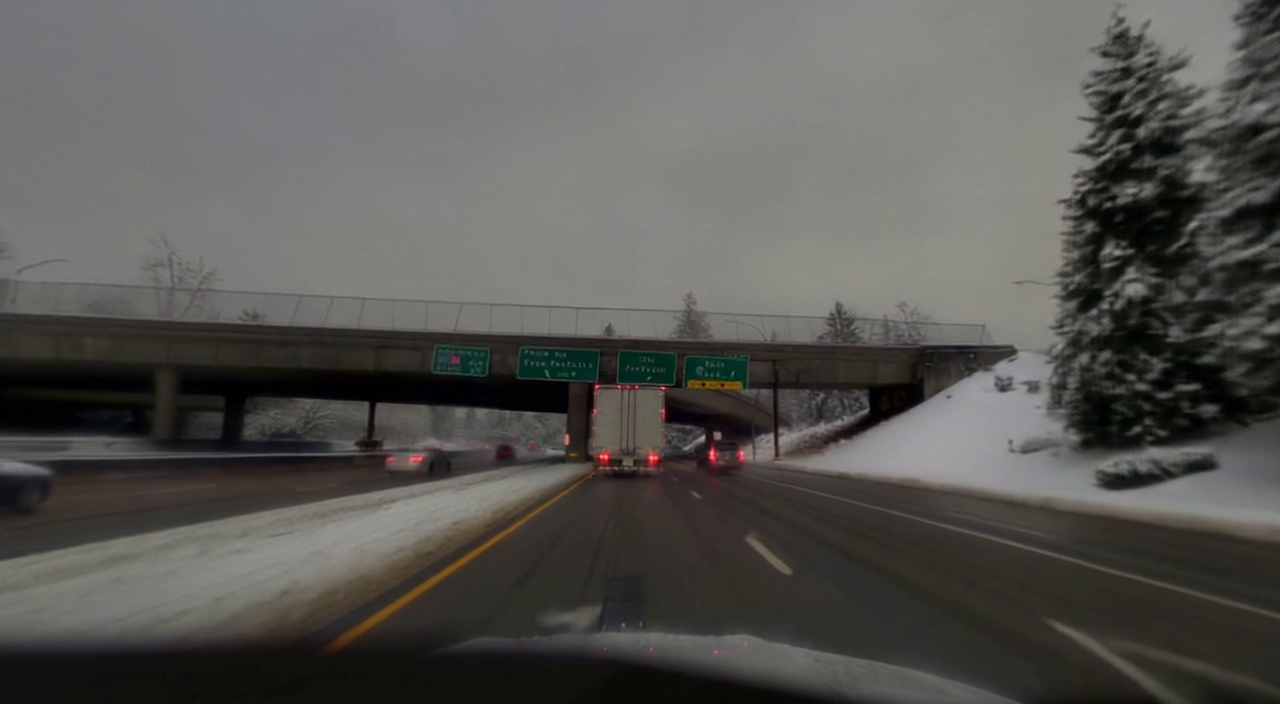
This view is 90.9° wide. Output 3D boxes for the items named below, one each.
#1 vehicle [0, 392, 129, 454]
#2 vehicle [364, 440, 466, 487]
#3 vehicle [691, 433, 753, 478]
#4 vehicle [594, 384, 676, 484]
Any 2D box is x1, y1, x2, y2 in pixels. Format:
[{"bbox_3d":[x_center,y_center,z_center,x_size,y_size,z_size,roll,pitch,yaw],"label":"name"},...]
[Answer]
[{"bbox_3d":[-42.738,4.998,43.235,2.867,3.957,16.267,0,-9,-4],"label":"vehicle"},{"bbox_3d":[-8.009,4.005,22.985,2.057,1.506,4.829,0,-9,-2],"label":"vehicle"},{"bbox_3d":[3.816,4.964,30.378,2.174,1.968,5.016,0,-9,-1],"label":"vehicle"},{"bbox_3d":[-0.254,3.741,28.132,2.916,3.584,10.841,0,-9,-1],"label":"vehicle"}]
